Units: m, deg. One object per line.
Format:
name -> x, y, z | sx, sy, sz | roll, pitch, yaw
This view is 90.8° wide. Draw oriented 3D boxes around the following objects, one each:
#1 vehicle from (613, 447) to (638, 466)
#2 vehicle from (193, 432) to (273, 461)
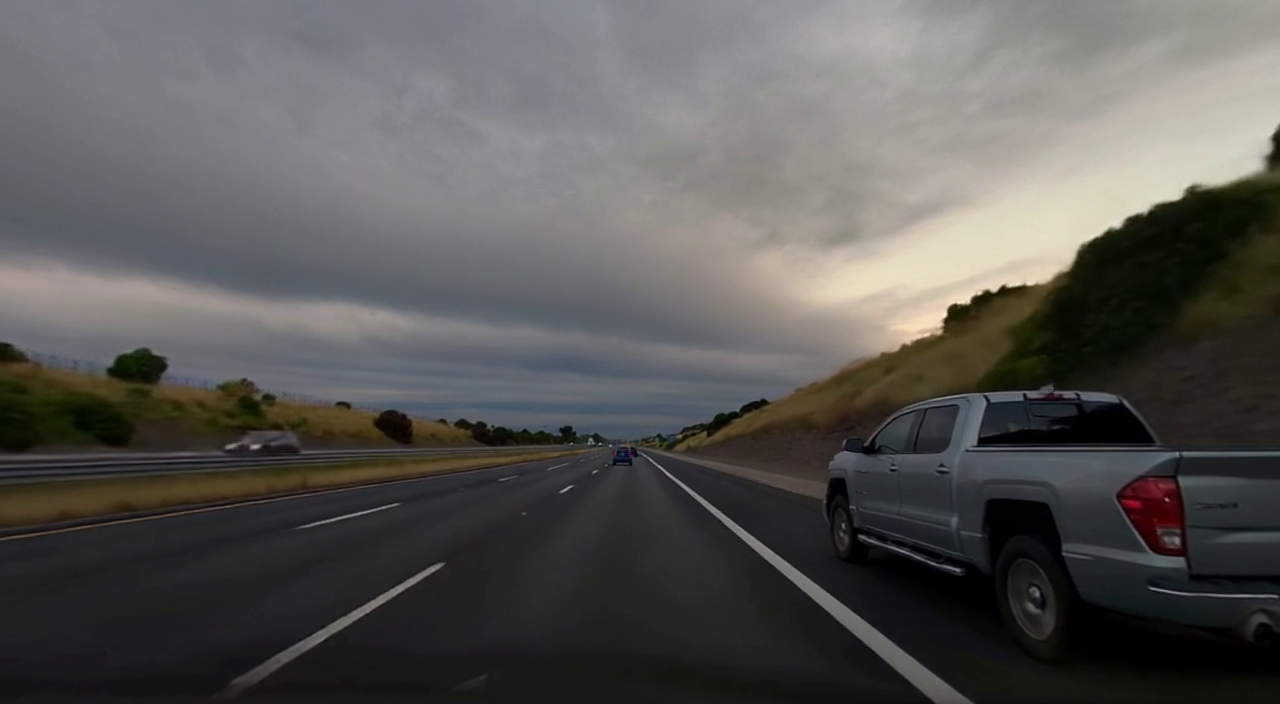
vehicle -> -1.085, 8.245, 49.959 | 1.891, 1.456, 3.806 | 0, -9, 0
vehicle -> -23.093, 5.416, 35.997 | 1.794, 1.507, 4.208 | 0, -9, -1
